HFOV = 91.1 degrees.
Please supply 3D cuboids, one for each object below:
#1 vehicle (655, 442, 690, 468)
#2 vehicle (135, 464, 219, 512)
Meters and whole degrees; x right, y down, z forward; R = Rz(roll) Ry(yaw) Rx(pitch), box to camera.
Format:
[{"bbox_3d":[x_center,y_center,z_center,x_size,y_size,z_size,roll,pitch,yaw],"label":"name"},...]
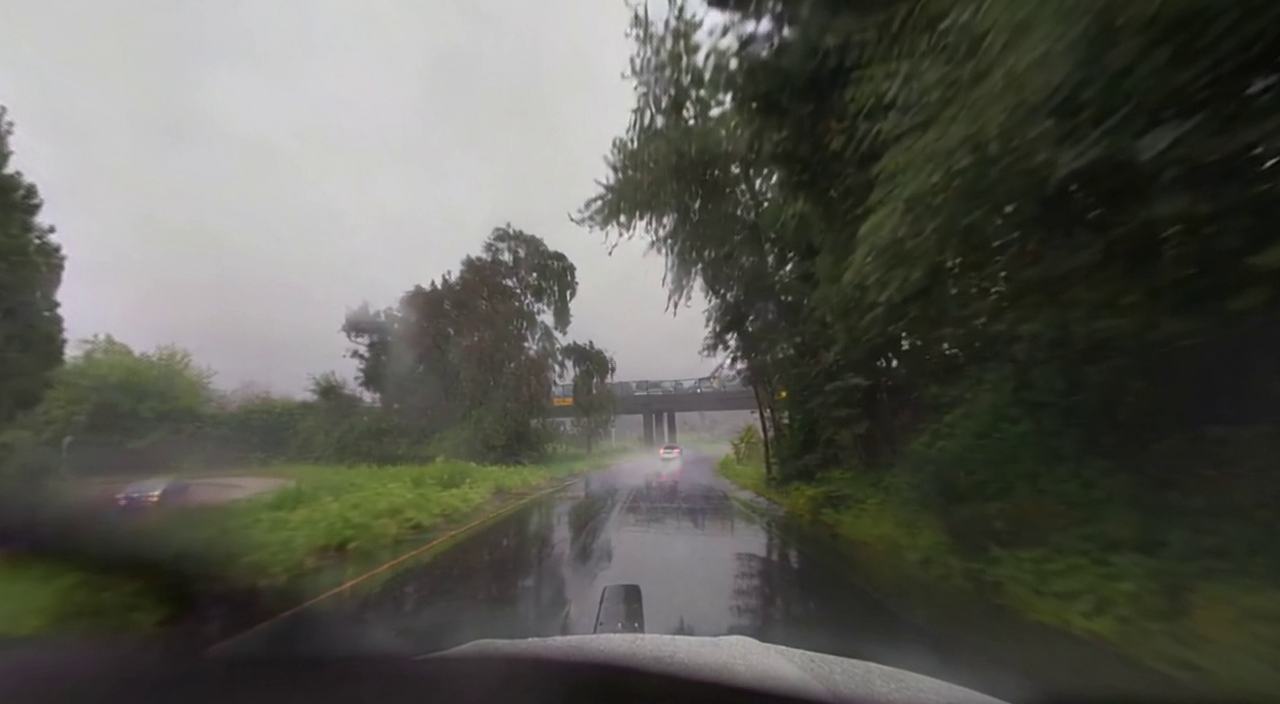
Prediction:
[{"bbox_3d":[1.962,6.125,37.518,1.980,1.449,3.650,-1,-9,4],"label":"vehicle"},{"bbox_3d":[-18.414,5.380,25.216,1.877,1.603,4.215,4,-10,-25],"label":"vehicle"}]
